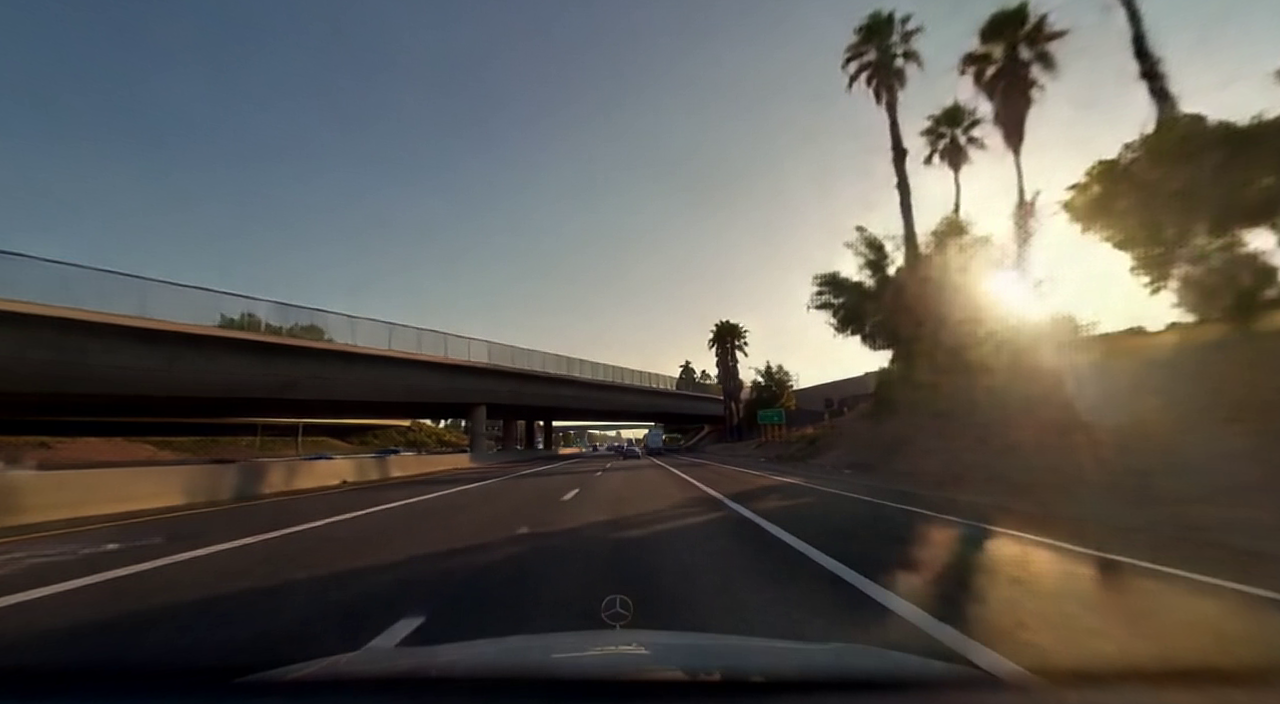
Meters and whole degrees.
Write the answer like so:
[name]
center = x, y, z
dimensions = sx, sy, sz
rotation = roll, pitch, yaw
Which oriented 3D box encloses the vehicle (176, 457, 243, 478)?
[vehicle]
center = -33.008, 8.845, 48.574
dimensions = 1.823, 1.485, 4.805
rotation = 0, -8, -1
